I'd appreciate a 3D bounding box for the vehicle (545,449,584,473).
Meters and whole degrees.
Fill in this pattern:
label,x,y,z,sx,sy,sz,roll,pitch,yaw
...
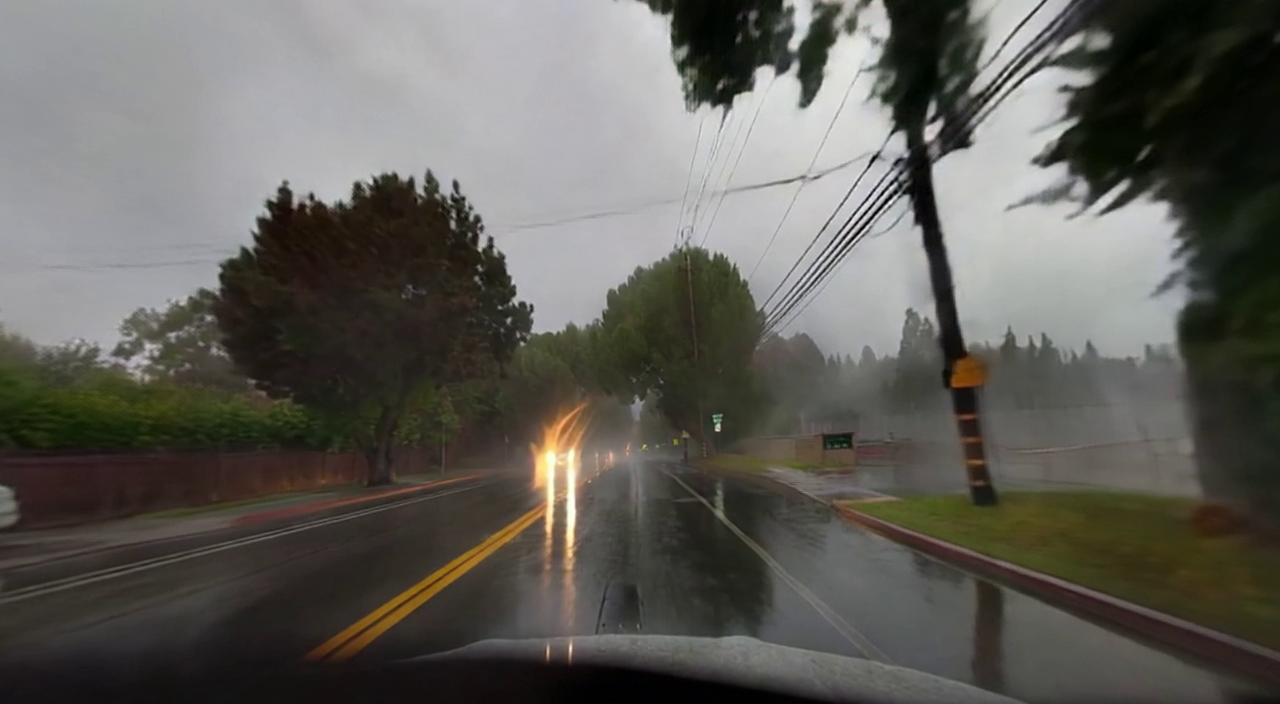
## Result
label,x,y,z,sx,sy,sz,roll,pitch,yaw
vehicle,-5.156,7.445,43.539,2.093,1.523,4.536,-1,-9,1
